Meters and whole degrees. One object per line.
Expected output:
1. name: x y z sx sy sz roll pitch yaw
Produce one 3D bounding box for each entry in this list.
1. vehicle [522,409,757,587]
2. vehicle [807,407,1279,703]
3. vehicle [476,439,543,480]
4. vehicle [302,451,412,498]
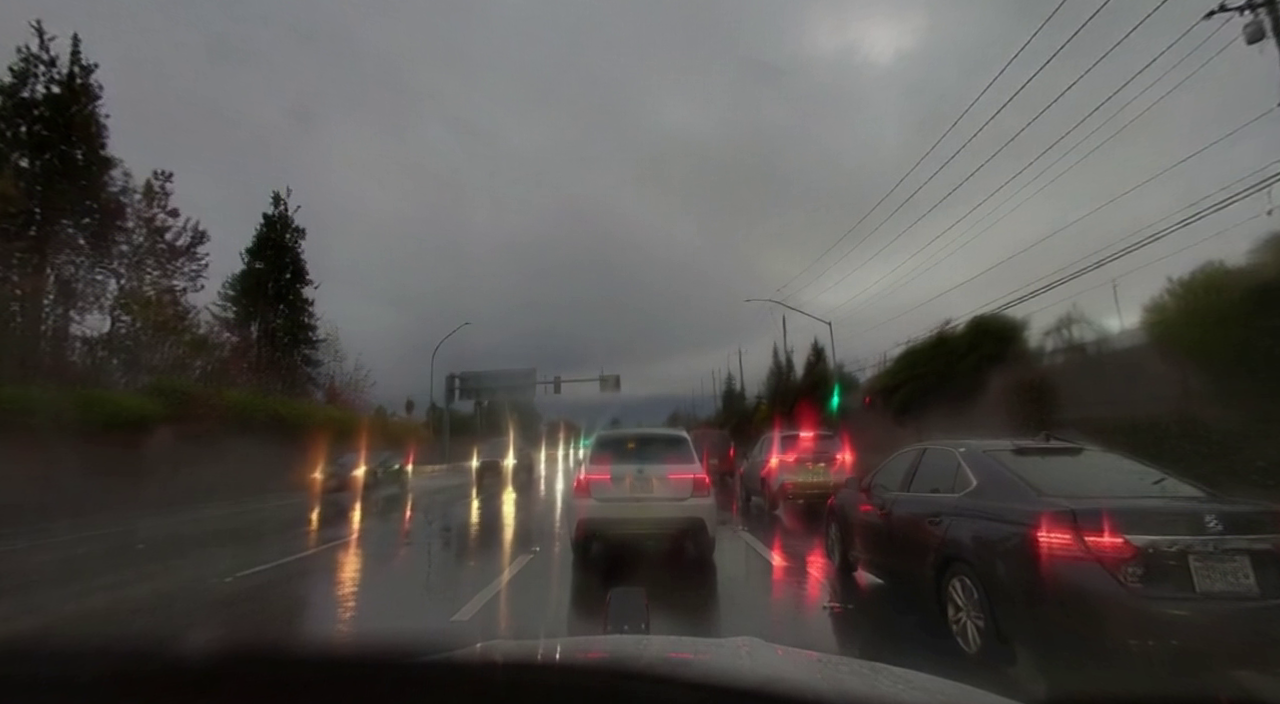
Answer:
1. vehicle: 0.002 1.680 8.057 2.200 1.653 4.127 0 -8 0
2. vehicle: 2.885 1.309 4.992 1.950 1.487 4.275 0 -8 0
3. vehicle: -5.999 4.981 29.603 2.068 1.739 4.572 -1 -8 2
4. vehicle: -9.920 4.287 22.485 1.921 1.471 4.137 0 -8 1
